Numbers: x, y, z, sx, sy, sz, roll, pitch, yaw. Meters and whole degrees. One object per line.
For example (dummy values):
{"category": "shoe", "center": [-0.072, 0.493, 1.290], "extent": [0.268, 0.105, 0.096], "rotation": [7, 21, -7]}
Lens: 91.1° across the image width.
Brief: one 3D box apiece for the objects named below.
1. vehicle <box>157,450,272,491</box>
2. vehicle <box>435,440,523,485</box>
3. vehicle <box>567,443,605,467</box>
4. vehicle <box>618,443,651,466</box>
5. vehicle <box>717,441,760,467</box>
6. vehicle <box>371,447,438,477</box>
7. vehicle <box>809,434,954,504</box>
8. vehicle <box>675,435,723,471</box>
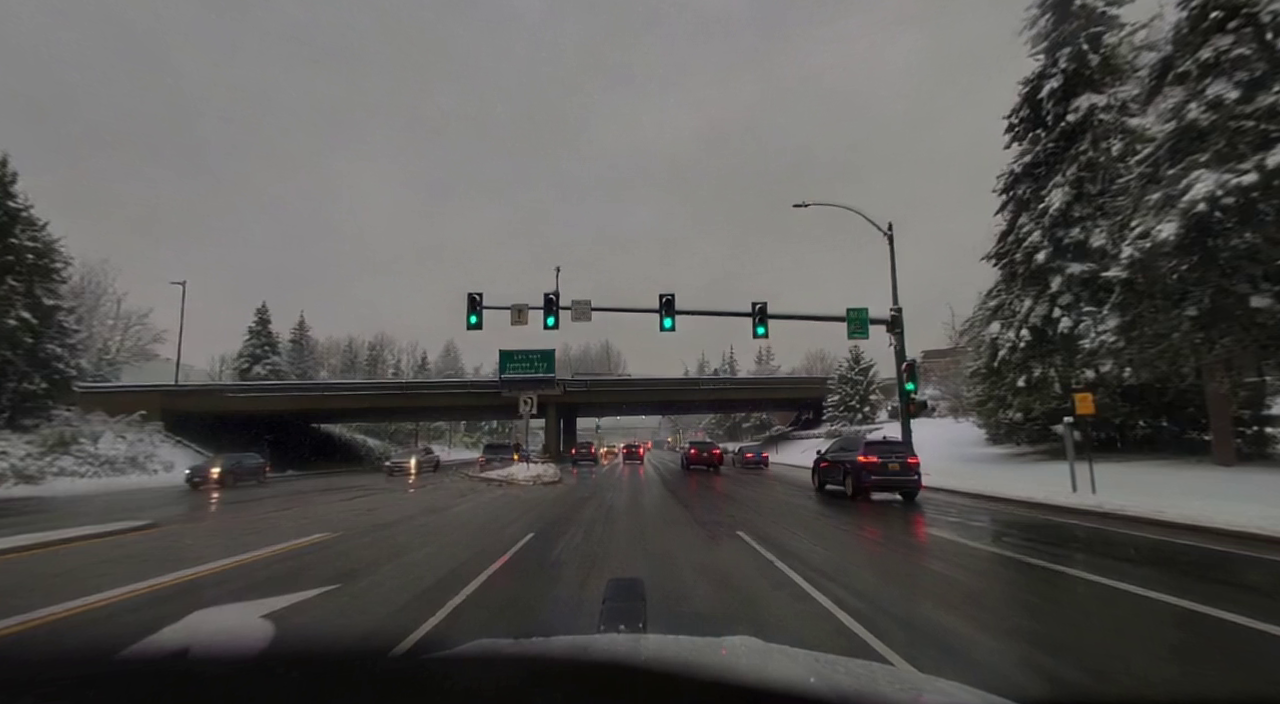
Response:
{"category": "vehicle", "center": [-18.900, 5.255, 28.201], "extent": [1.939, 1.648, 4.569], "rotation": [0, -8, 0]}
{"category": "vehicle", "center": [-5.899, 4.082, 23.539], "extent": [2.070, 1.488, 4.376], "rotation": [0, -8, 1]}
{"category": "vehicle", "center": [-3.336, 6.502, 39.800], "extent": [2.041, 1.466, 4.212], "rotation": [0, -8, 0]}
{"category": "vehicle", "center": [-0.358, 6.748, 41.453], "extent": [2.026, 1.453, 3.780], "rotation": [0, -8, 0]}
{"category": "vehicle", "center": [6.235, 6.492, 40.041], "extent": [1.924, 1.527, 4.268], "rotation": [0, -8, -2]}
{"category": "vehicle", "center": [-12.246, 5.721, 32.959], "extent": [1.802, 1.478, 4.391], "rotation": [0, -8, 1]}
{"category": "vehicle", "center": [6.291, 3.087, 17.020], "extent": [2.056, 1.624, 4.498], "rotation": [0, -8, -1]}
{"category": "vehicle", "center": [3.029, 5.309, 33.132], "extent": [2.034, 1.762, 4.420], "rotation": [0, -8, -1]}
